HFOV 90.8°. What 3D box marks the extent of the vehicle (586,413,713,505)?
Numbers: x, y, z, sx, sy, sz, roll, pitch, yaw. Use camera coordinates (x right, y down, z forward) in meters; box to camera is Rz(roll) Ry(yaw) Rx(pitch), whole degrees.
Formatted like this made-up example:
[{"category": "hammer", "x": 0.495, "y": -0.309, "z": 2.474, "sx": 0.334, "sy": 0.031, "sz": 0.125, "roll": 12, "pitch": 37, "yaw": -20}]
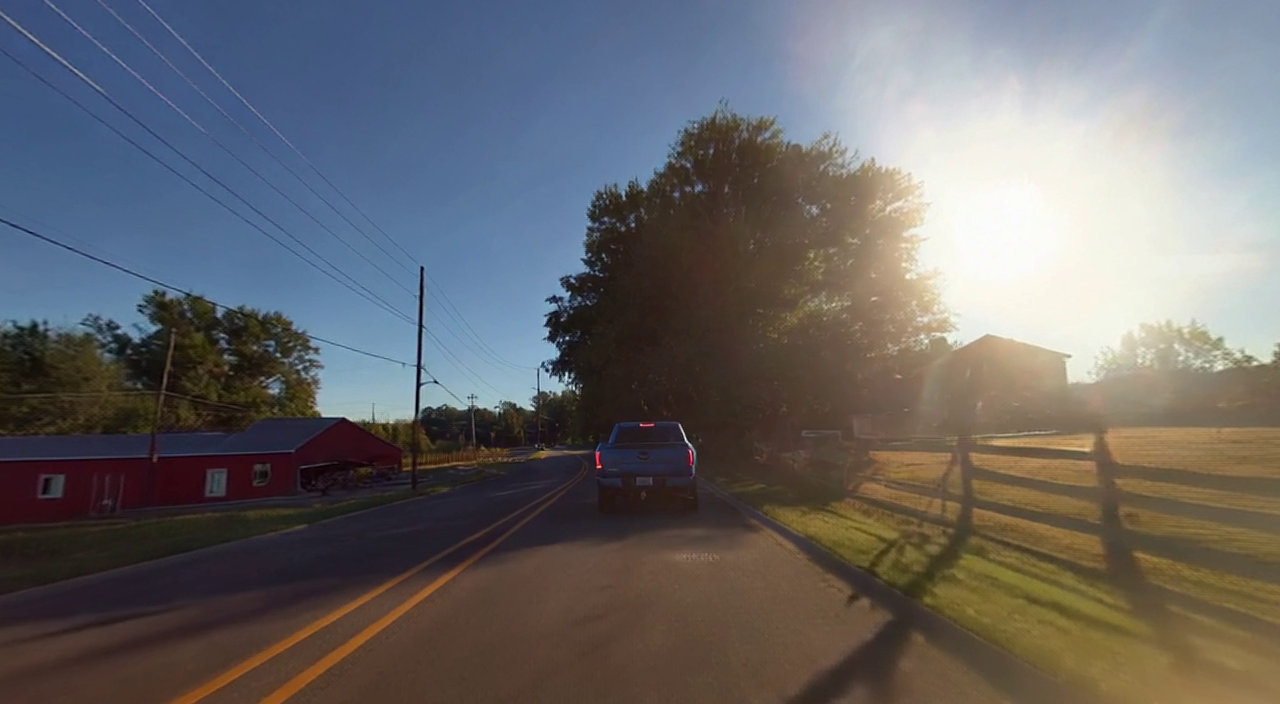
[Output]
[{"category": "vehicle", "x": 0.092, "y": 2.736, "z": 16.616, "sx": 2.693, "sy": 1.941, "sz": 6.356, "roll": 0, "pitch": -8, "yaw": -2}]
